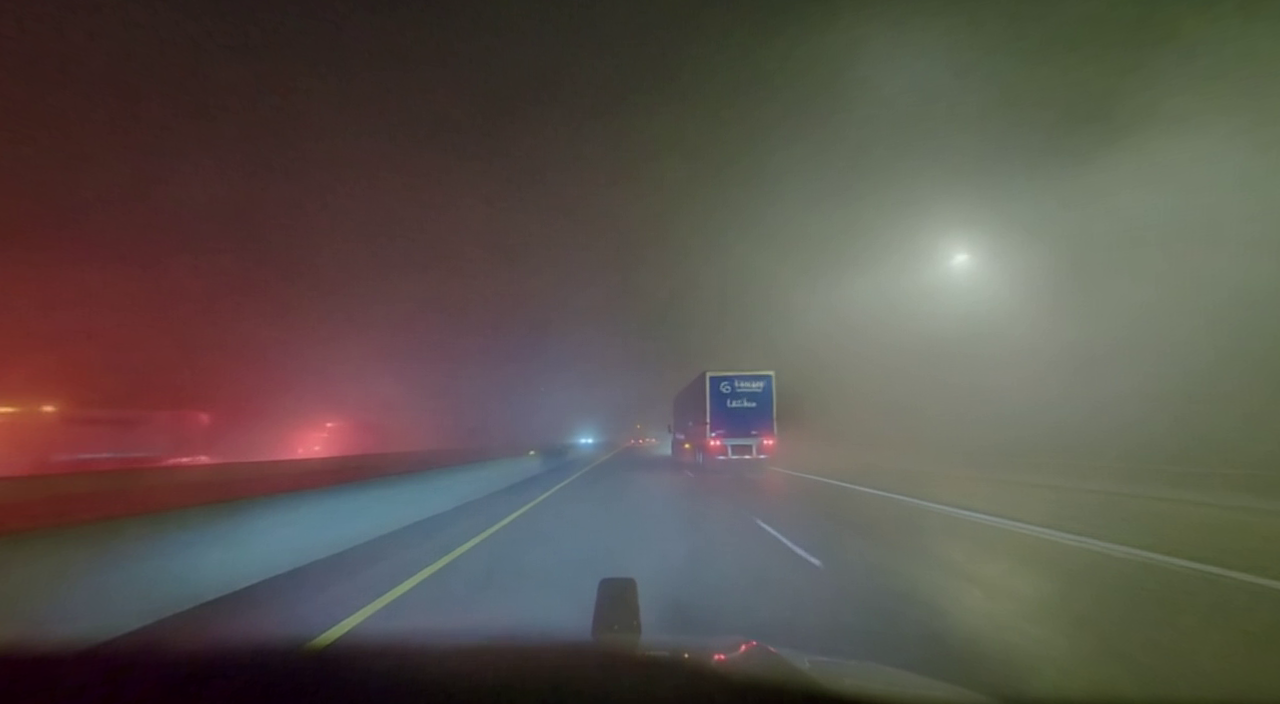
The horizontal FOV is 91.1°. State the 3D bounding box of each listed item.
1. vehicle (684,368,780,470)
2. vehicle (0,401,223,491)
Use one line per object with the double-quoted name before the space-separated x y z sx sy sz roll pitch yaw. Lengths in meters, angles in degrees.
"vehicle" 3.798 3.106 28.192 2.888 3.866 8.380 0 -8 -1
"vehicle" -30.679 5.247 35.763 2.926 4.080 16.506 -2 -7 -1
